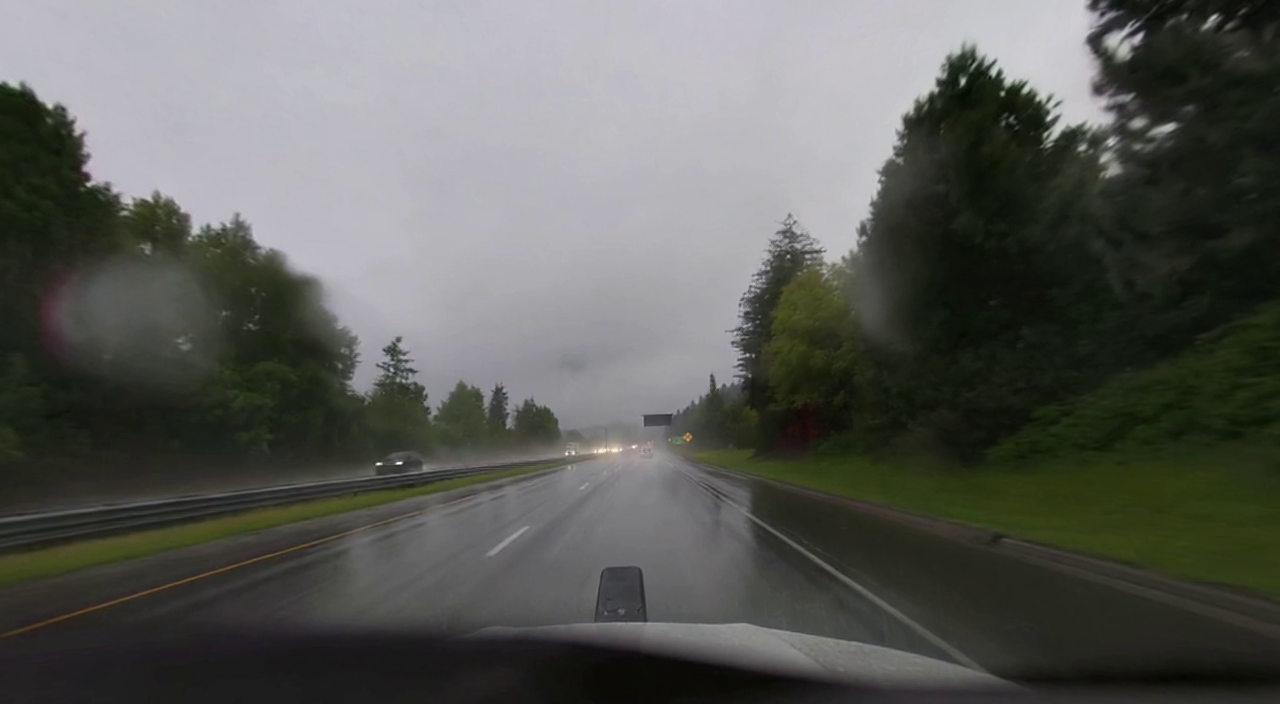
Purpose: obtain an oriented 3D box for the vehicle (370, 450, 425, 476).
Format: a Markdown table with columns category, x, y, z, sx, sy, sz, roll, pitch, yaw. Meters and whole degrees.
| category | x | y | z | sx | sy | sz | roll | pitch | yaw |
| --- | --- | --- | --- | --- | --- | --- | --- | --- | --- |
| vehicle | -16.700 | 7.633 | 43.717 | 2.046 | 1.696 | 4.361 | 0 | -9 | 0 |
